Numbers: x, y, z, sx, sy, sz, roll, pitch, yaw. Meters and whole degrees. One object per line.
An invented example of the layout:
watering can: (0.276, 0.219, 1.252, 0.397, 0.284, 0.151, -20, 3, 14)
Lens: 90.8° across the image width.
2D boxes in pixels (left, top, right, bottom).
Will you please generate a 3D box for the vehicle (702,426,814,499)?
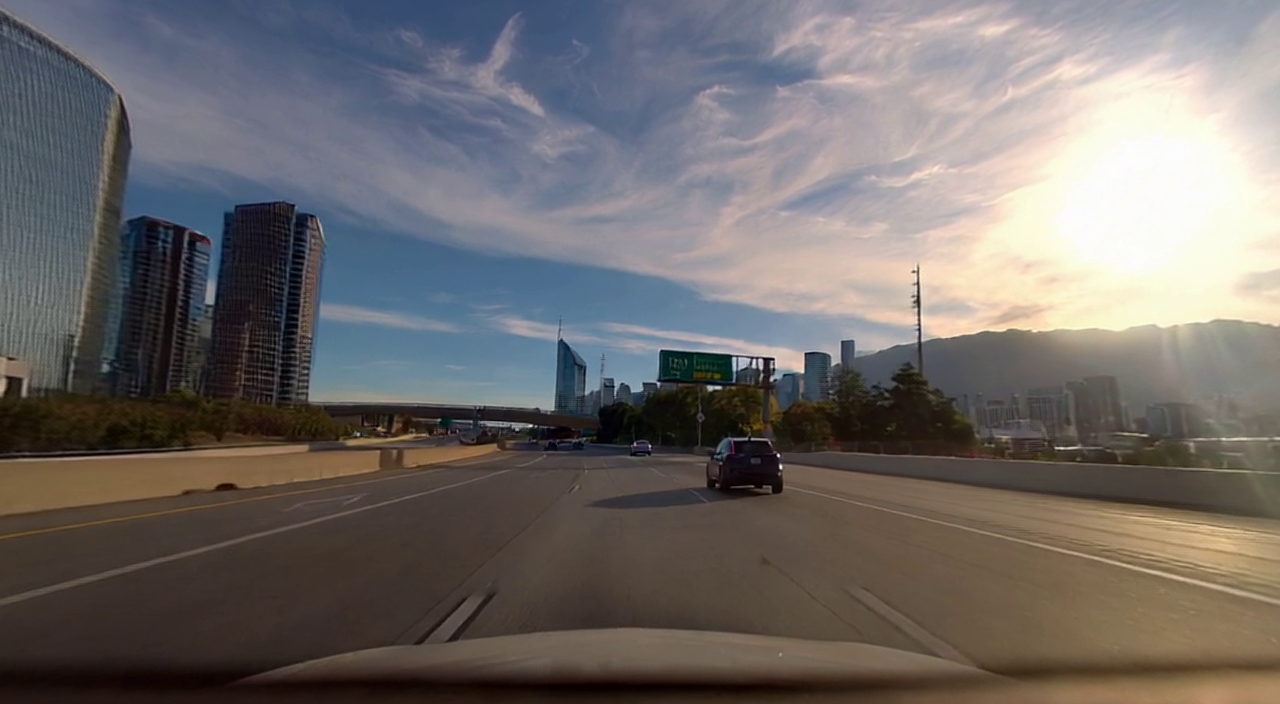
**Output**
vehicle: (3.180, 3.120, 18.200, 2.110, 1.780, 4.682, 0, -9, -3)
